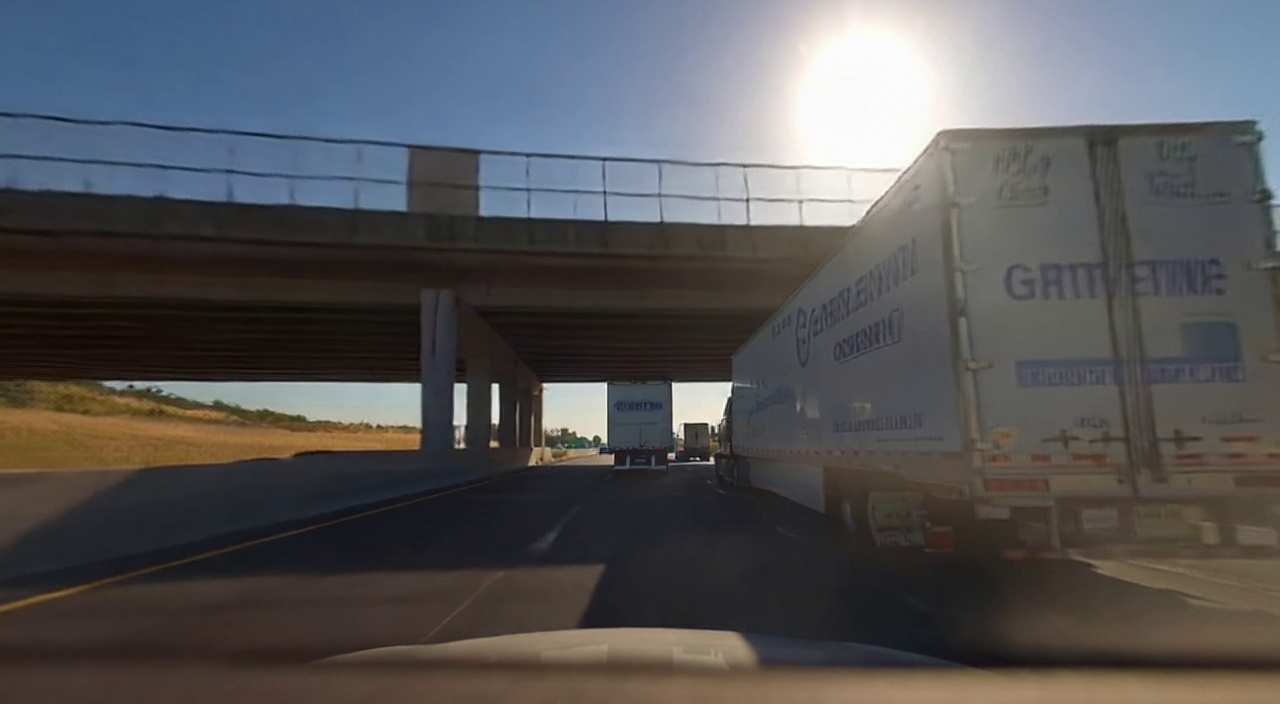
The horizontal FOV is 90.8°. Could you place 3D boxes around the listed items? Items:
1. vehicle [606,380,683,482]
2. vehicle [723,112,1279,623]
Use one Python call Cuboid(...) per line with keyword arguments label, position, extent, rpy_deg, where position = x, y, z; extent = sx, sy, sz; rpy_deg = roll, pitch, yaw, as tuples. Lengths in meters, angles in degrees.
Cuboid(label="vehicle", position=(0.187, 3.706, 28.602), extent=(2.864, 3.805, 9.709), rpy_deg=(0, -9, 0))
Cuboid(label="vehicle", position=(4.189, 1.096, 12.231), extent=(3.044, 4.128, 14.482), rpy_deg=(0, -9, -1))
